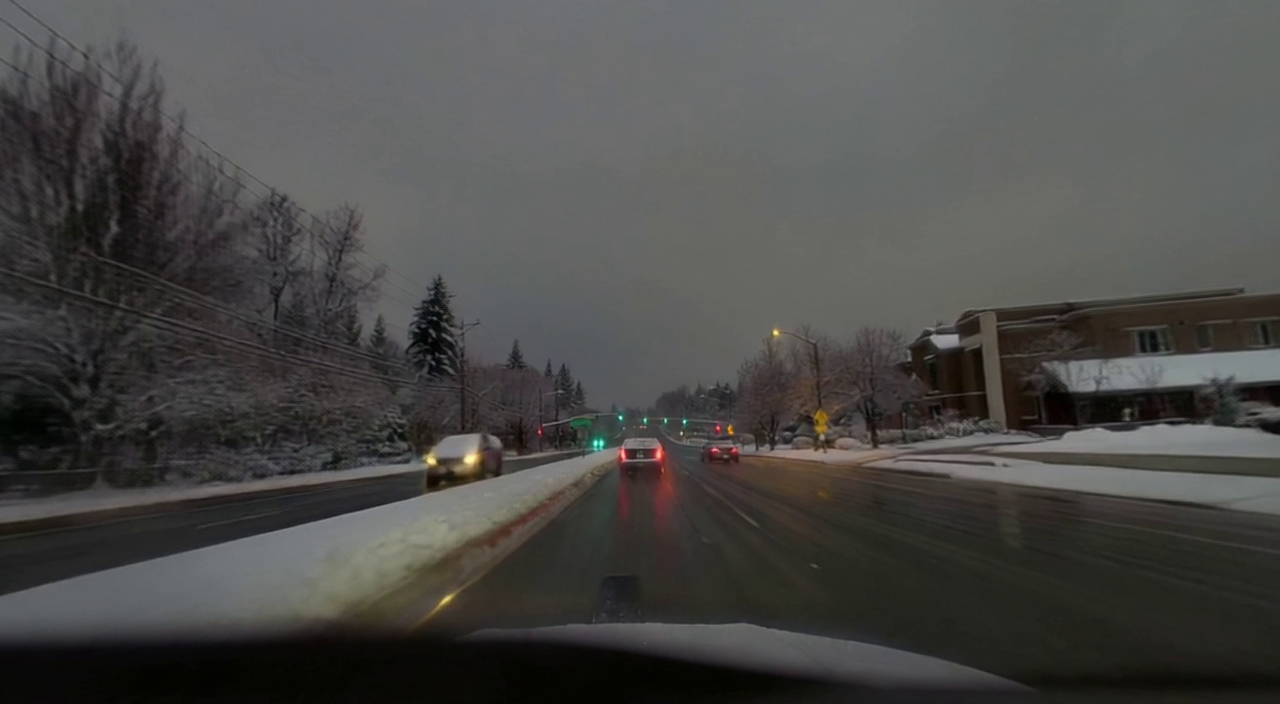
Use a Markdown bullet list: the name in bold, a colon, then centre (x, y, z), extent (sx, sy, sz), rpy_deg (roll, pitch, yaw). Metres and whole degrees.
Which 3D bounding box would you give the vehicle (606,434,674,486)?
- **vehicle**: centre (0.021, 3.759, 22.301), extent (2.181, 1.639, 4.127), rpy_deg (0, -9, 0)

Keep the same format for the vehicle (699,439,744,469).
- **vehicle**: centre (4.731, 5.976, 37.198), extent (1.987, 1.613, 4.081), rpy_deg (0, -9, -1)

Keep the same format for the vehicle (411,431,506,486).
- **vehicle**: centre (-6.575, 3.926, 23.488), extent (2.174, 1.802, 4.591), rpy_deg (0, -9, 0)
